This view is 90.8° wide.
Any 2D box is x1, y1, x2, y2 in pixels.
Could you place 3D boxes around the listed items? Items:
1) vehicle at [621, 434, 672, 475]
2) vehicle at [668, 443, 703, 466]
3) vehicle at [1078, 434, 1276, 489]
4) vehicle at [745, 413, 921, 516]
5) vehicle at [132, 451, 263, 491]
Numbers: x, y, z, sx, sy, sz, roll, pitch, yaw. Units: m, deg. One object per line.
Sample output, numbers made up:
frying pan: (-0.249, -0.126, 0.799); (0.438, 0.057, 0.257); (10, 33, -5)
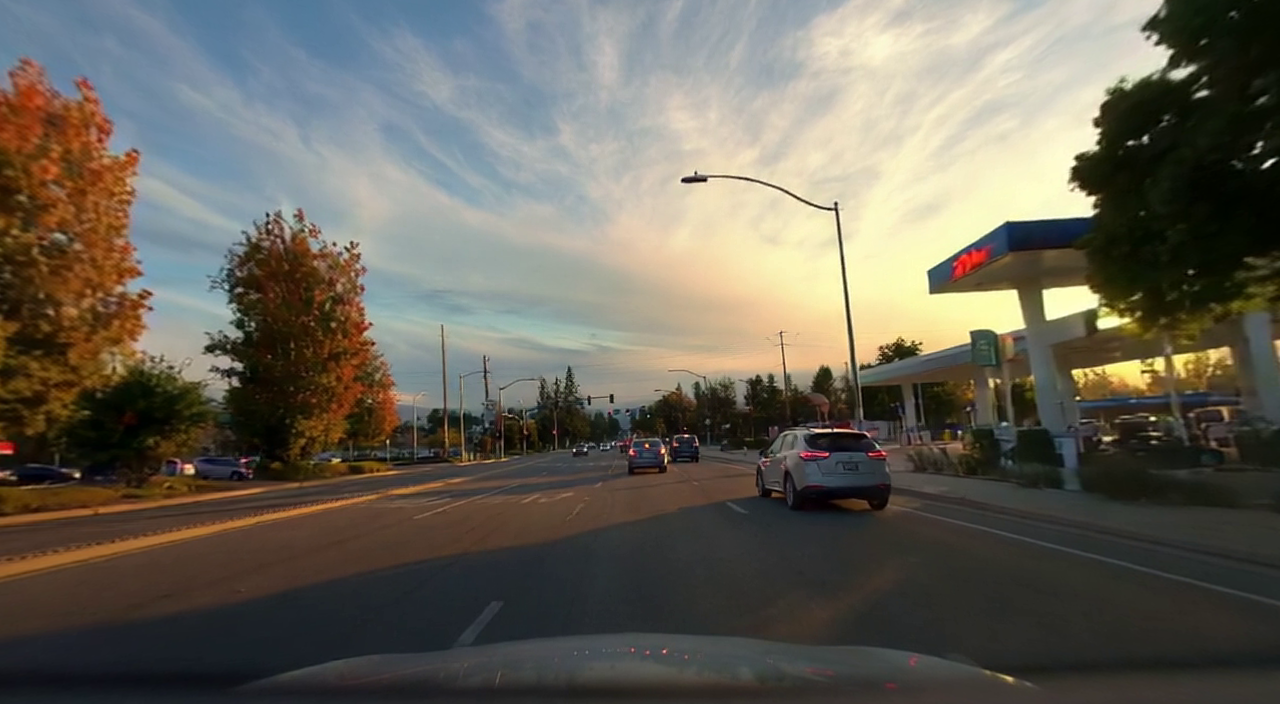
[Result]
vehicle: (0.205, 4.652, 28.764); (2.164, 1.718, 3.881); (0, -8, -2)
vehicle: (2.814, 6.485, 40.078); (1.822, 1.331, 3.583); (0, -9, -2)
vehicle: (15.762, 3.215, 18.734); (4.165, 1.517, 1.795); (0, -9, 0)
vehicle: (3.818, 2.355, 13.655); (2.116, 1.791, 5.006); (0, -8, -1)
vehicle: (-24.332, 6.498, 35.032); (2.100, 1.937, 5.517); (-4, -9, 26)
